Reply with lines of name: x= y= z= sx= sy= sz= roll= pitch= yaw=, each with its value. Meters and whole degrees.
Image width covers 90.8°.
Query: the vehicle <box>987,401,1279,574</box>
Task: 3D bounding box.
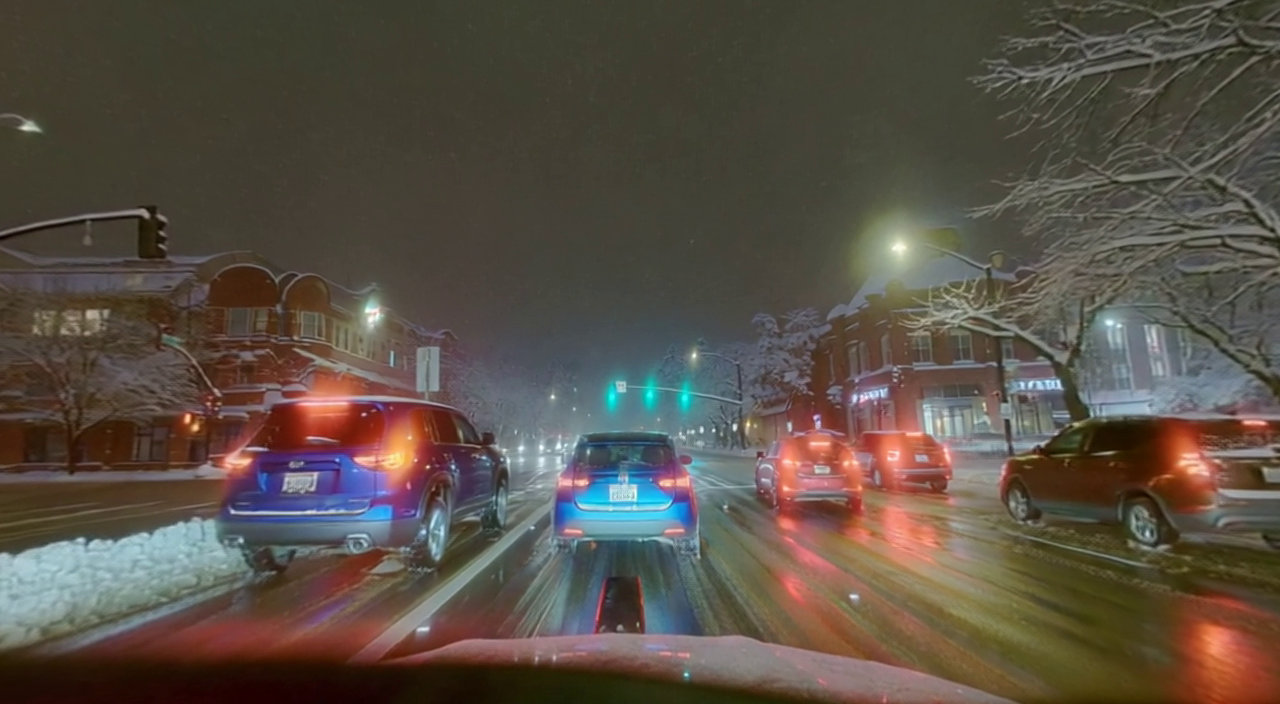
vehicle: x=7.239 y=1.715 z=8.800 sx=2.068 sy=1.731 sz=4.752 roll=0 pitch=-8 yaw=0

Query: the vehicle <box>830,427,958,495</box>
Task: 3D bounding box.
vehicle: x=7.049 y=3.069 z=18.075 sx=1.894 sy=1.693 sz=4.110 roll=0 pitch=-8 yaw=-1

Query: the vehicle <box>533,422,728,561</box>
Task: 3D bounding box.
vehicle: x=-0.144 y=1.801 z=8.874 sx=2.097 sy=1.480 sz=4.006 roll=0 pitch=-8 yaw=-1

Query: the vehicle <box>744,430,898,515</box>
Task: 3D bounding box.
vehicle: x=3.576 y=2.464 z=13.455 sx=1.861 sy=1.473 sz=4.393 roll=0 pitch=-8 yaw=-2

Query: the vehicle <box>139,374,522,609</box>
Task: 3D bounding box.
vehicle: x=-2.851 y=1.430 z=7.370 sx=2.064 sy=1.825 sz=4.760 roll=0 pitch=-8 yaw=0
